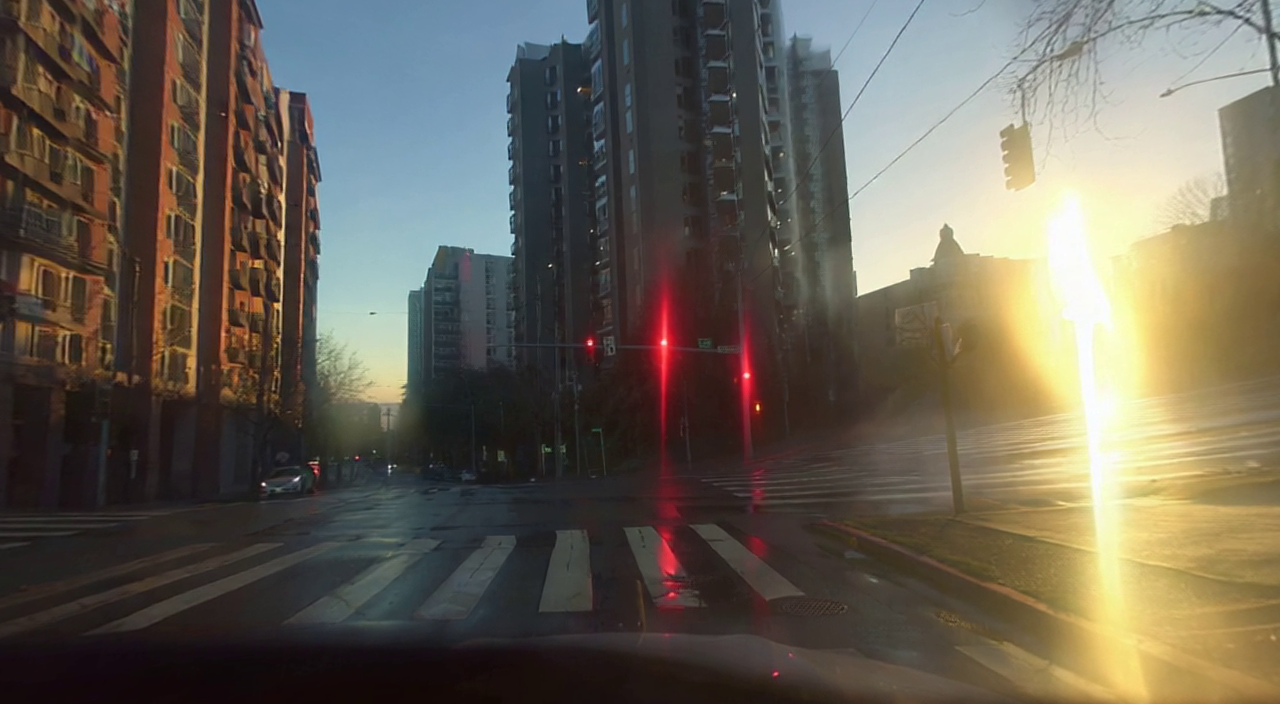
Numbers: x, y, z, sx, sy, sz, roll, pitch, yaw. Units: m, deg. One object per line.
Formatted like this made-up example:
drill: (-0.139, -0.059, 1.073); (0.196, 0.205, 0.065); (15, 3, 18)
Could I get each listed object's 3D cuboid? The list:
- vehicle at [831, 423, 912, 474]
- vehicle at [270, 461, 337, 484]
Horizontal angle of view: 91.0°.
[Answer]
vehicle: (14.979, 6.343, 41.420); (2.948, 3.071, 7.295); (0, -9, 4)
vehicle: (-24.686, 8.830, 46.290); (3.882, 1.600, 1.768); (0, -9, 2)
